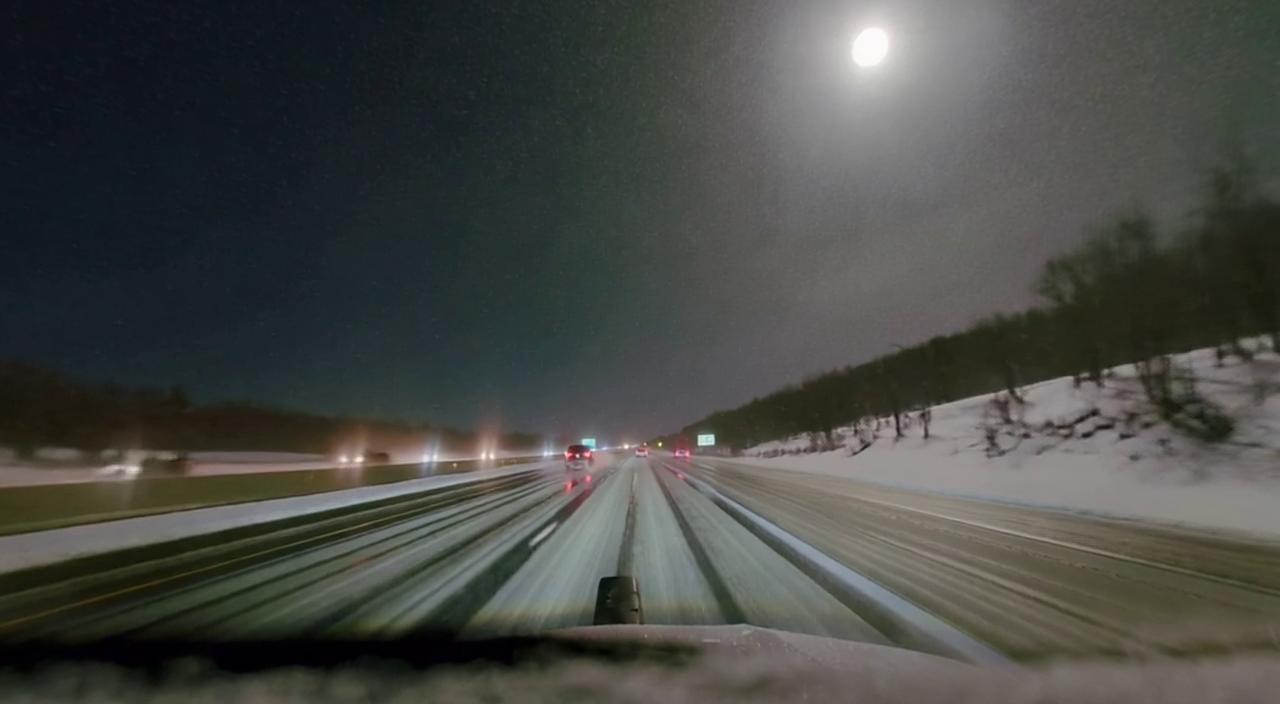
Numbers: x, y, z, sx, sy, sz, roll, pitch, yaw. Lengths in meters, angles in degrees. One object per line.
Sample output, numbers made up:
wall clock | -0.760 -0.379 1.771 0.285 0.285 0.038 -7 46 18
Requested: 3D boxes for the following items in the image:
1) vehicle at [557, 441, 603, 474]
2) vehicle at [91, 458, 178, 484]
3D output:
vehicle | -3.225 5.767 34.641 2.070 1.707 4.309 0 -9 1
vehicle | -32.688 7.678 40.875 1.849 1.530 4.531 0 -9 0
